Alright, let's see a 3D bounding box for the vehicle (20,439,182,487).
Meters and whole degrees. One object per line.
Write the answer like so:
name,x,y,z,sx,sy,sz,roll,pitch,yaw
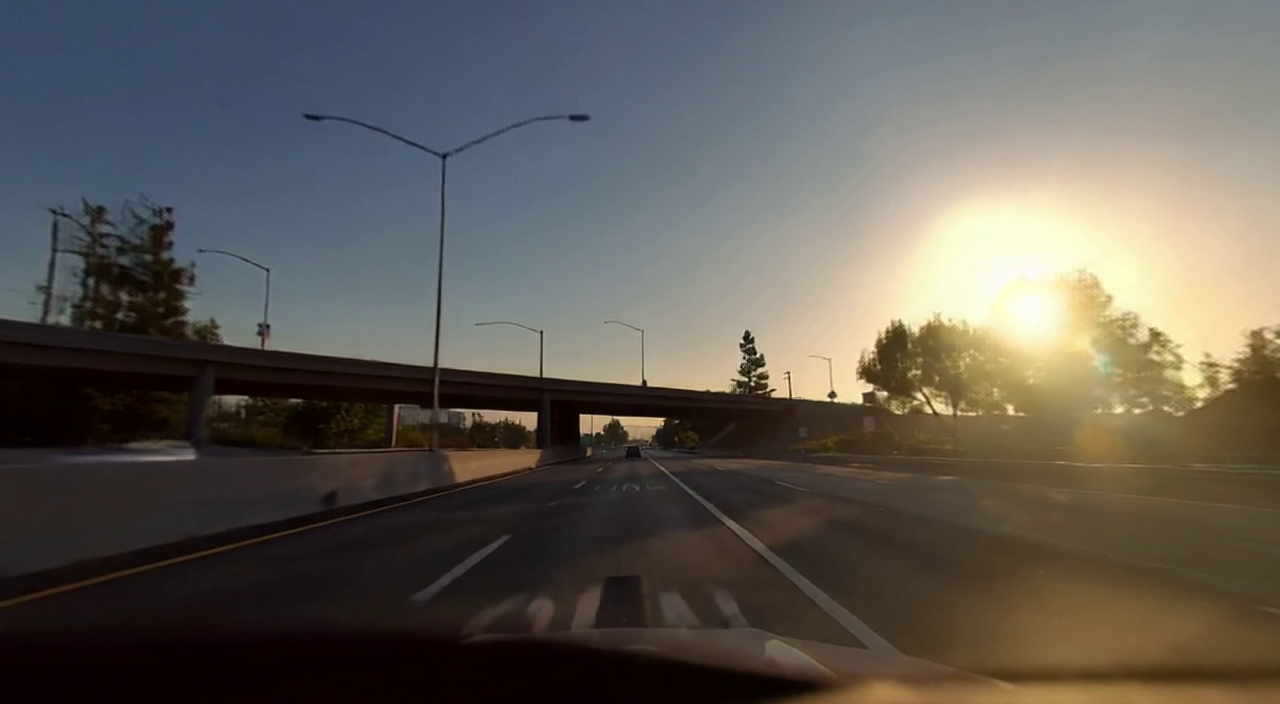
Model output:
vehicle,-18.373,3.786,21.821,1.804,1.461,4.269,0,-9,0
